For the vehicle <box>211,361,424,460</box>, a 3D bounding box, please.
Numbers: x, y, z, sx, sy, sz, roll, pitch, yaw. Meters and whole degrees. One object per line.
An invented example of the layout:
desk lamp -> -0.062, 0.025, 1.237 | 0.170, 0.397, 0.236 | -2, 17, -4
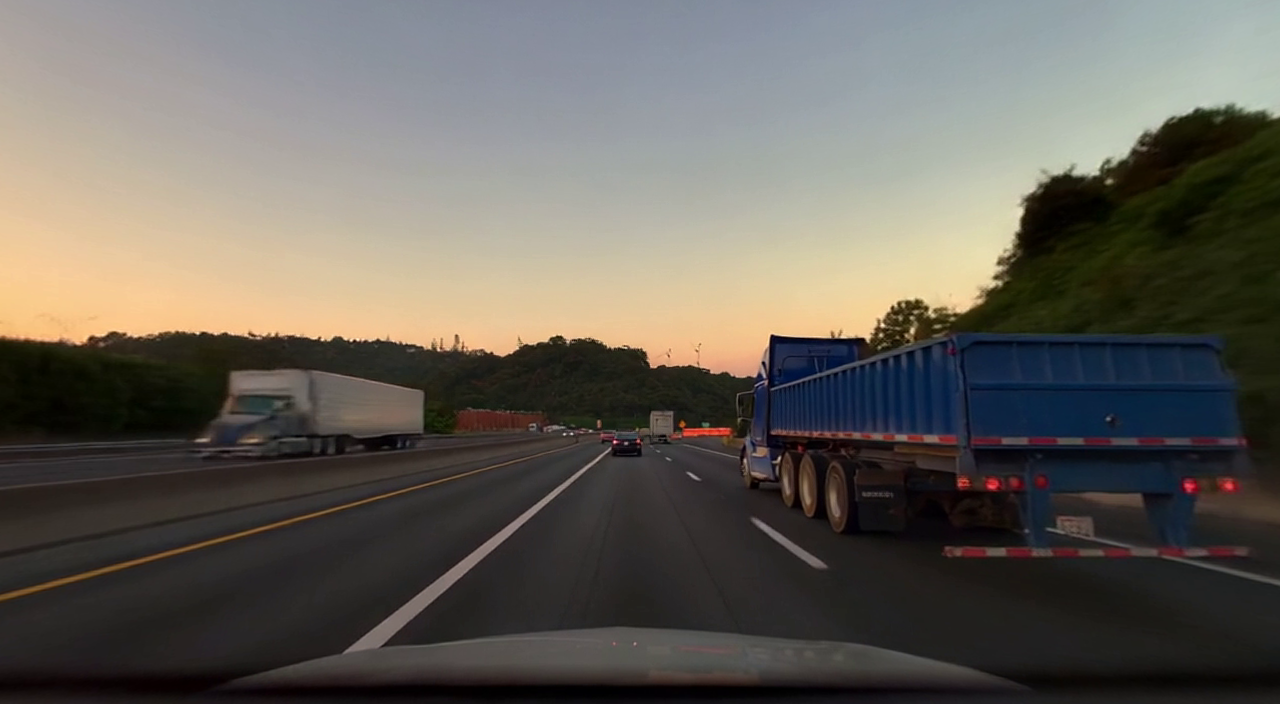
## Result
vehicle -> -15.811, 3.461, 33.771 | 2.966, 3.989, 16.891 | 0, -8, -1

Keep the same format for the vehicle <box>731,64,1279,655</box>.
vehicle -> 3.765, 0.647, 9.277 | 2.919, 3.634, 10.888 | 0, -8, -2

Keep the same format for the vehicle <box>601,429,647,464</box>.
vehicle -> -0.719, 4.239, 28.511 | 1.929, 1.469, 3.677 | 0, -8, -1
